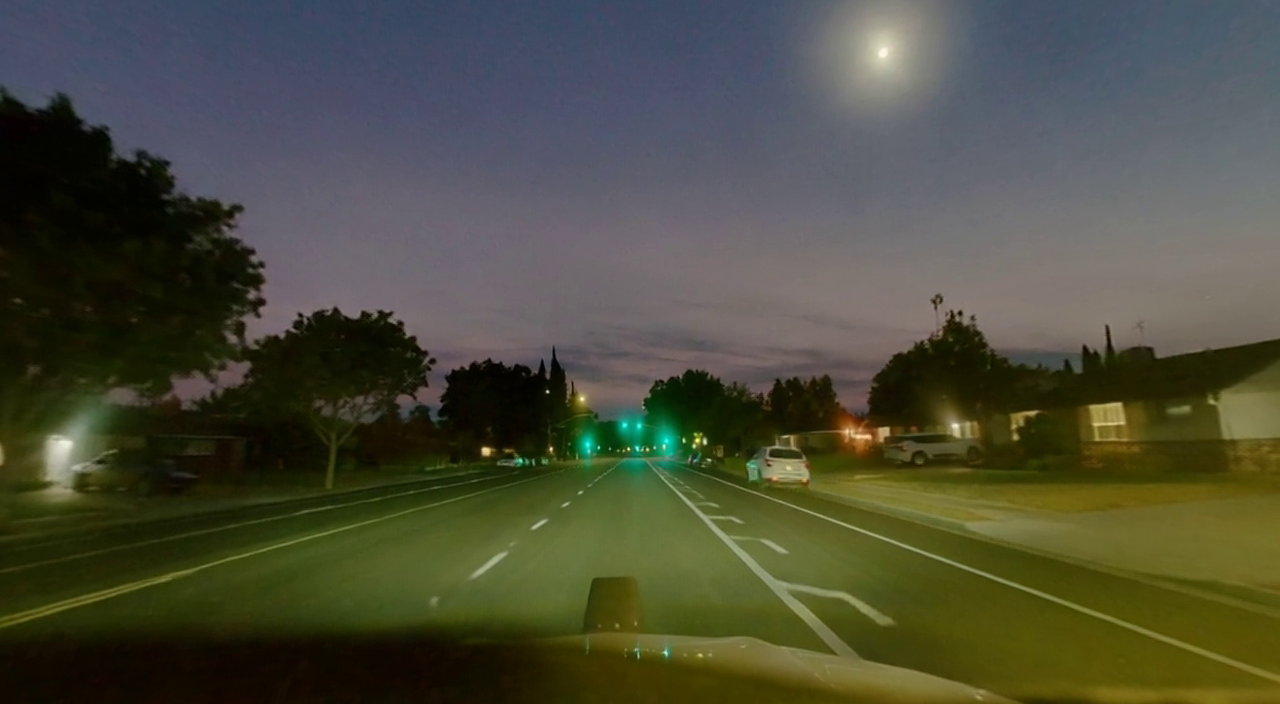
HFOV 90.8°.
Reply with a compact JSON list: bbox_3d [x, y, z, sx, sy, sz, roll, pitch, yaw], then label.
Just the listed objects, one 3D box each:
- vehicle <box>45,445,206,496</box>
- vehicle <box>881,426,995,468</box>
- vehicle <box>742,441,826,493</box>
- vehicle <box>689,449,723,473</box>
[{"bbox_3d":[-20.363,4.666,25.152,4.564,1.895,2.221,-1,-9,6],"label":"vehicle"},{"bbox_3d":[15.843,5.087,33.814,4.921,2.117,2.249,-1,-9,2],"label":"vehicle"},{"bbox_3d":[5.110,4.144,23.116,2.001,1.693,4.311,0,-9,-1],"label":"vehicle"},{"bbox_3d":[4.747,7.935,46.171,1.900,1.608,5.037,0,-9,-1],"label":"vehicle"}]
